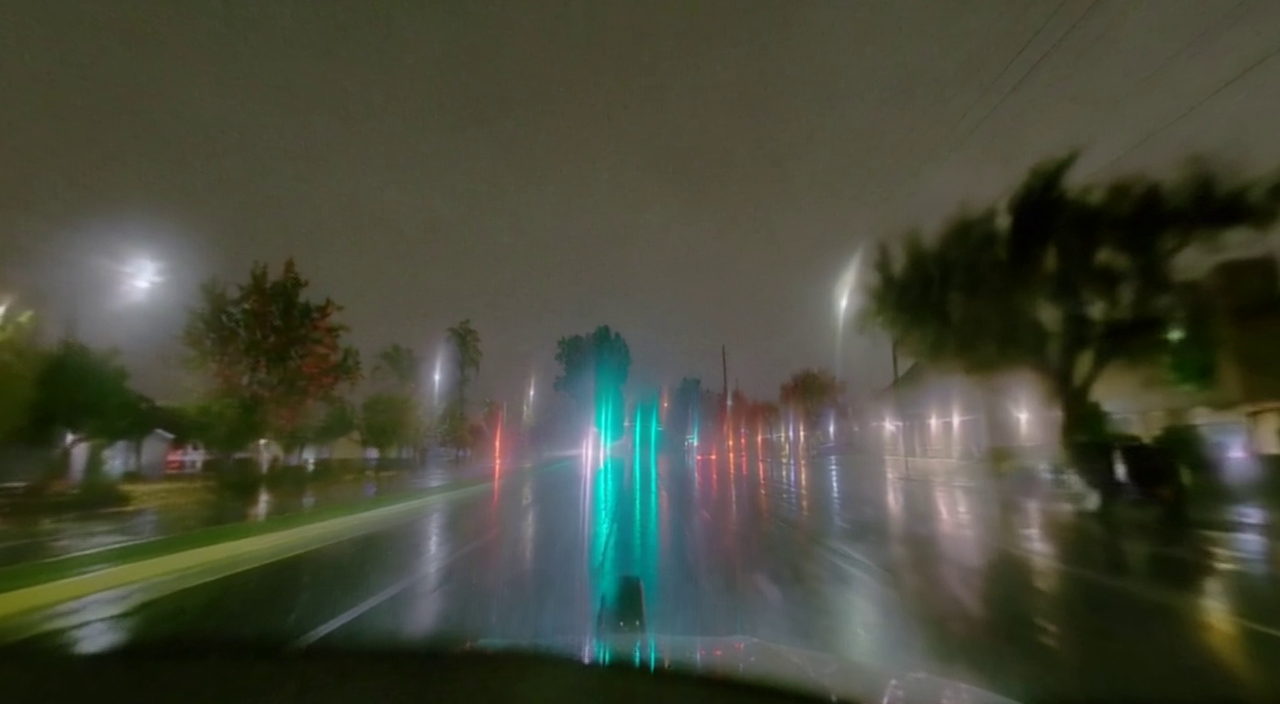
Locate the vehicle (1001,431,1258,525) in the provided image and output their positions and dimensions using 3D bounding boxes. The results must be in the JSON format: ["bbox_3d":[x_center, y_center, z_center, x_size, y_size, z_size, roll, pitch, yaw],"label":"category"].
[{"bbox_3d":[10.374,2.672,14.034,2.044,1.705,4.668,0,-9,2],"label":"vehicle"}]
